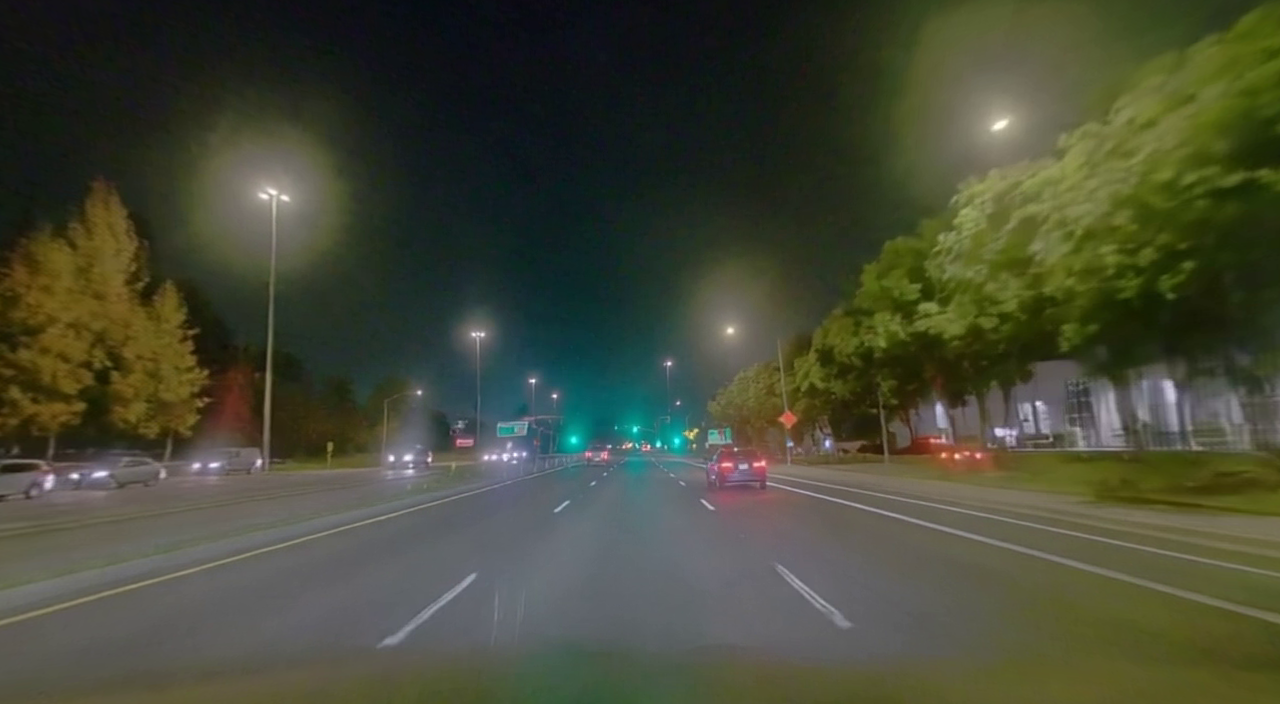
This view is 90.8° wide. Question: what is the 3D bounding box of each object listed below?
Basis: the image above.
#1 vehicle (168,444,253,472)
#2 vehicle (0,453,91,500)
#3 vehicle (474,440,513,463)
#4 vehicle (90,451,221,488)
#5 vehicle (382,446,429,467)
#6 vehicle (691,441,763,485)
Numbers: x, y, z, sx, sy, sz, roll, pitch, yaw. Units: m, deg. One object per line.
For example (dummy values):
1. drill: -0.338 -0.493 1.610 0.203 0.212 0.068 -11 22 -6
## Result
1. vehicle: -30.400 7.510 44.820 4.409 1.912 2.090 0 -9 0
2. vehicle: -22.383 4.359 22.262 1.865 1.507 4.631 0 -9 0
3. vehicle: -11.436 7.816 49.588 2.027 1.716 4.357 0 -9 0
4. vehicle: -22.398 5.415 29.553 2.098 1.510 5.072 0 -9 0
5. vehicle: -17.496 7.780 47.248 1.897 1.507 4.132 0 -9 0
6. vehicle: 3.121 4.090 23.589 1.966 1.449 4.290 0 -9 -1
